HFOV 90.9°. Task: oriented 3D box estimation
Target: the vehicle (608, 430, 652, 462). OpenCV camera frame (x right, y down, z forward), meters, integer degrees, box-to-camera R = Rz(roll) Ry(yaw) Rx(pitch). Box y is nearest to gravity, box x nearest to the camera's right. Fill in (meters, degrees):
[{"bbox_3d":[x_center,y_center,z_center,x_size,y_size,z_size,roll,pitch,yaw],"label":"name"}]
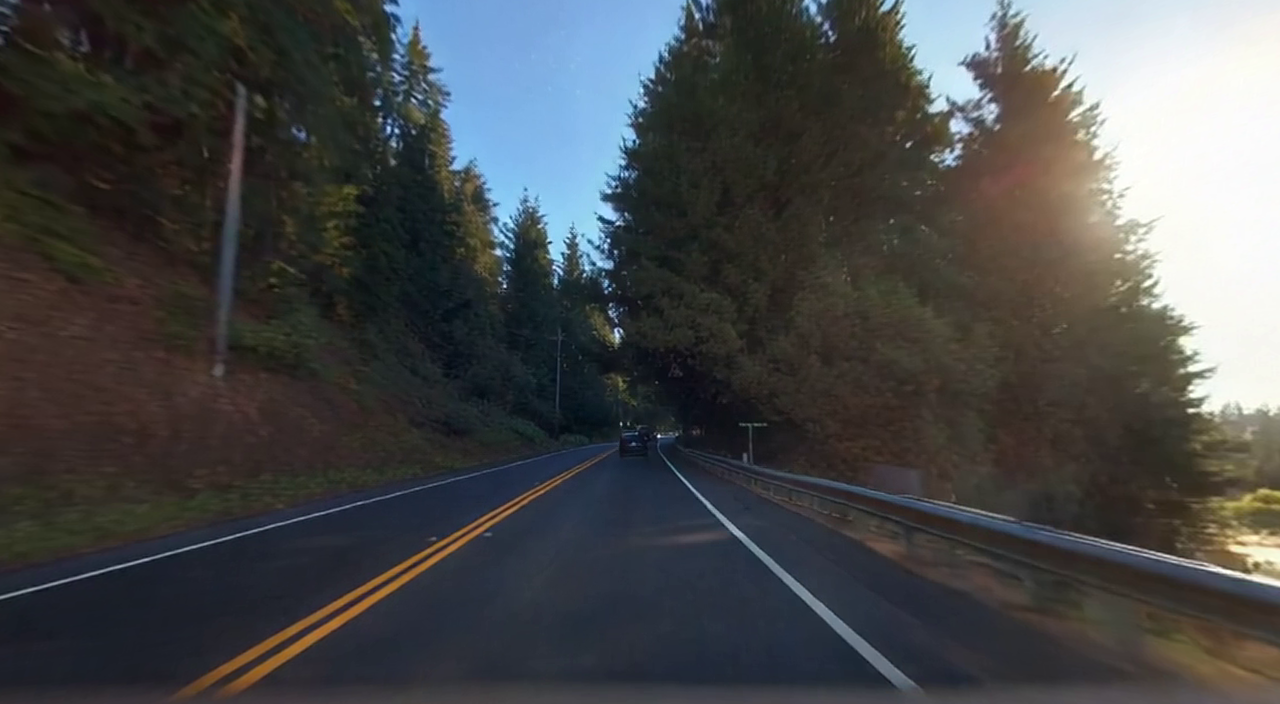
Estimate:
[{"bbox_3d":[-0.512,4.794,32.287,2.120,1.491,4.349,0,-8,-1],"label":"vehicle"}]
